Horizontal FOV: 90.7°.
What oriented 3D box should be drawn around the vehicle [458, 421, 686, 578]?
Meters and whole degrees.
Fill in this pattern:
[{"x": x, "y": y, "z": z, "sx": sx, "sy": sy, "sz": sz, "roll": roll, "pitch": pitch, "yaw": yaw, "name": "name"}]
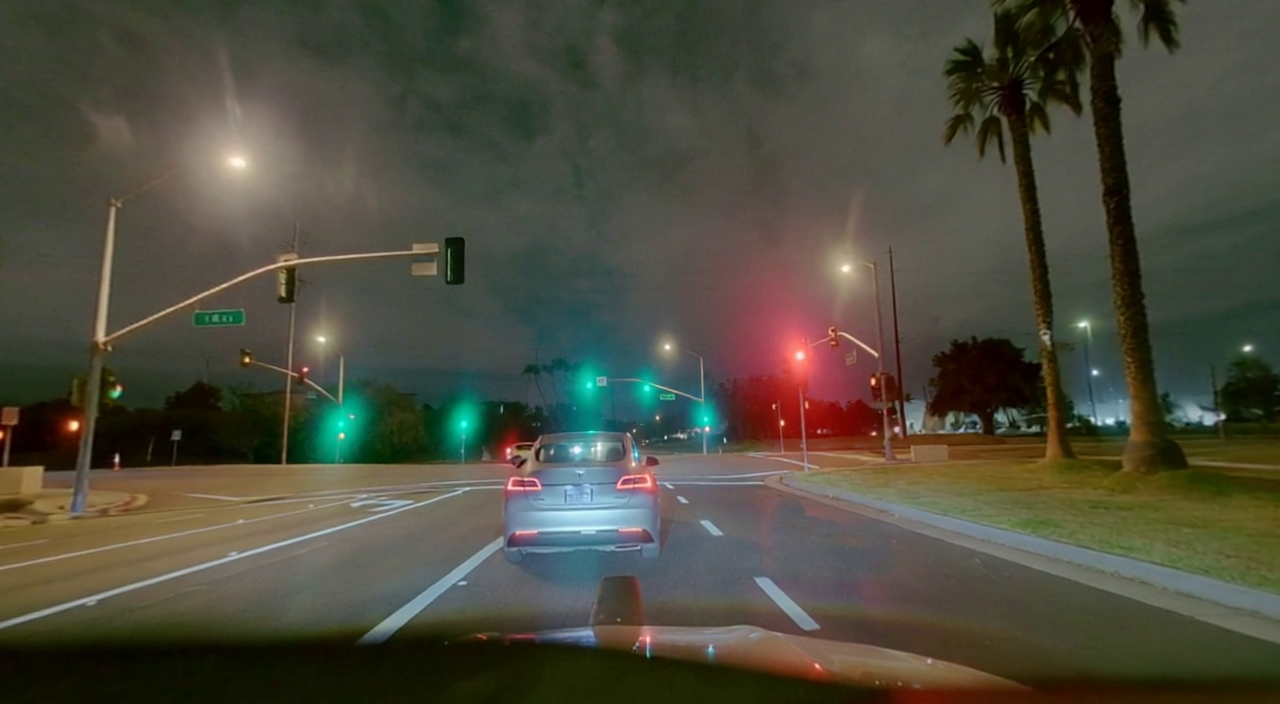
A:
[{"x": -0.648, "y": 1.716, "z": 8.179, "sx": 2.152, "sy": 1.478, "sz": 4.229, "roll": 0, "pitch": -8, "yaw": 0, "name": "vehicle"}]
